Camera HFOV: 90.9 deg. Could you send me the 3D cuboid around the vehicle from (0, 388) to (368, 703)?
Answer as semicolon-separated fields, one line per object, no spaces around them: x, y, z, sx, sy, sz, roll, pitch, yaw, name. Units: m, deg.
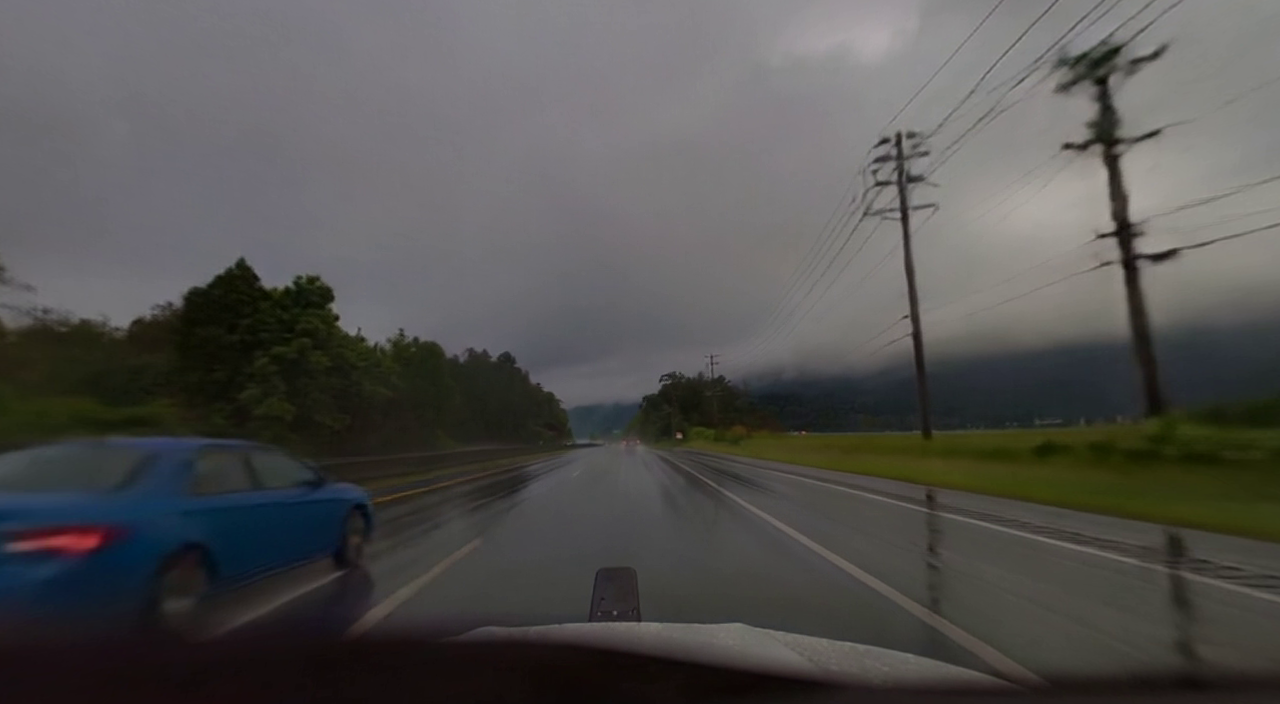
-3.788;1.088;3.897;2.150;1.532;4.671;0;-8;-1;vehicle
